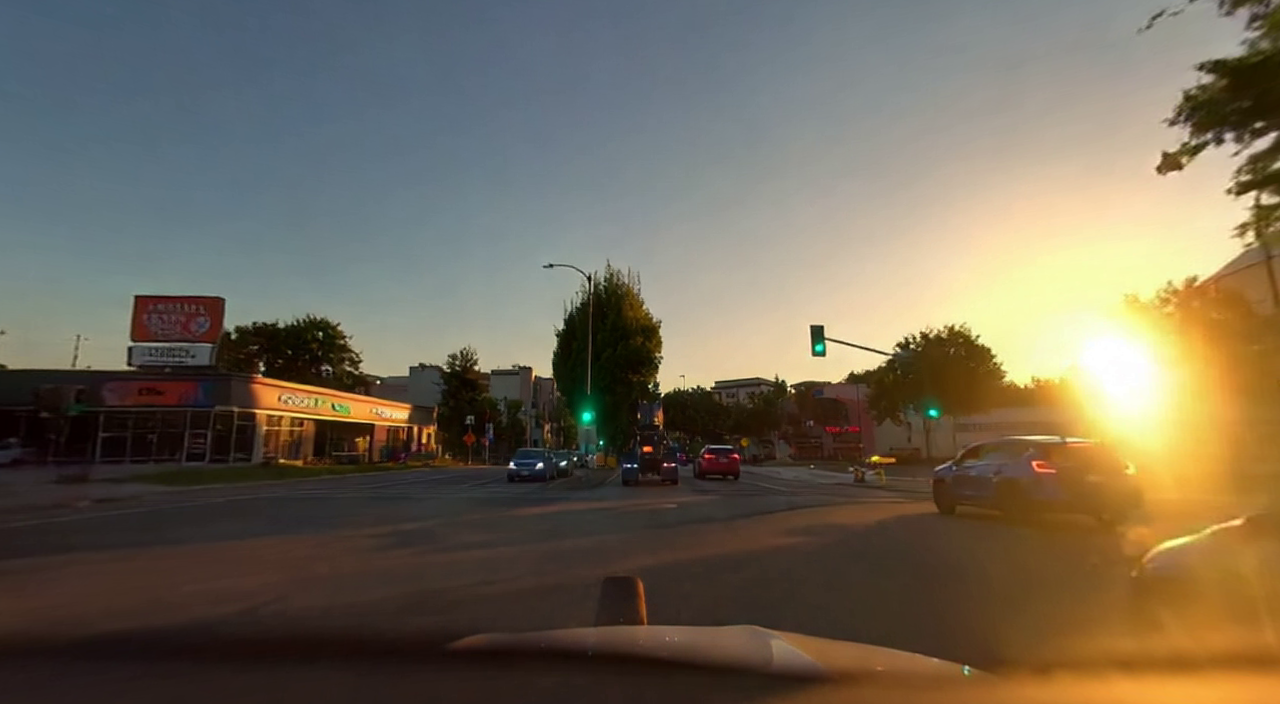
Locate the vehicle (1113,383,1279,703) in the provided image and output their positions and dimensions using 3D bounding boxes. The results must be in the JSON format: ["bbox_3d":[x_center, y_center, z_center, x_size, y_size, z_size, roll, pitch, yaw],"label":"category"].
[{"bbox_3d":[3.567,0.772,1.356,2.025,1.618,3.949,0,-8,1],"label":"vehicle"}]

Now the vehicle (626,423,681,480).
[{"bbox_3d":[0.553,4.750,30.324,2.370,2.518,3.858,-1,-8,-2],"label":"vehicle"}]

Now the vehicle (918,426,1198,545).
[{"bbox_3d":[7.039,2.263,11.375,1.982,1.698,4.408,0,-8,0],"label":"vehicle"}]

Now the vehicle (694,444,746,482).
[{"bbox_3d":[3.897,5.462,31.314,2.025,1.754,4.311,0,-8,0],"label":"vehicle"}]

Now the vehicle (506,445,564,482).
[{"bbox_3d":[-4.652,5.005,28.526,2.001,1.518,4.316,0,-8,-1],"label":"vehicle"}]
